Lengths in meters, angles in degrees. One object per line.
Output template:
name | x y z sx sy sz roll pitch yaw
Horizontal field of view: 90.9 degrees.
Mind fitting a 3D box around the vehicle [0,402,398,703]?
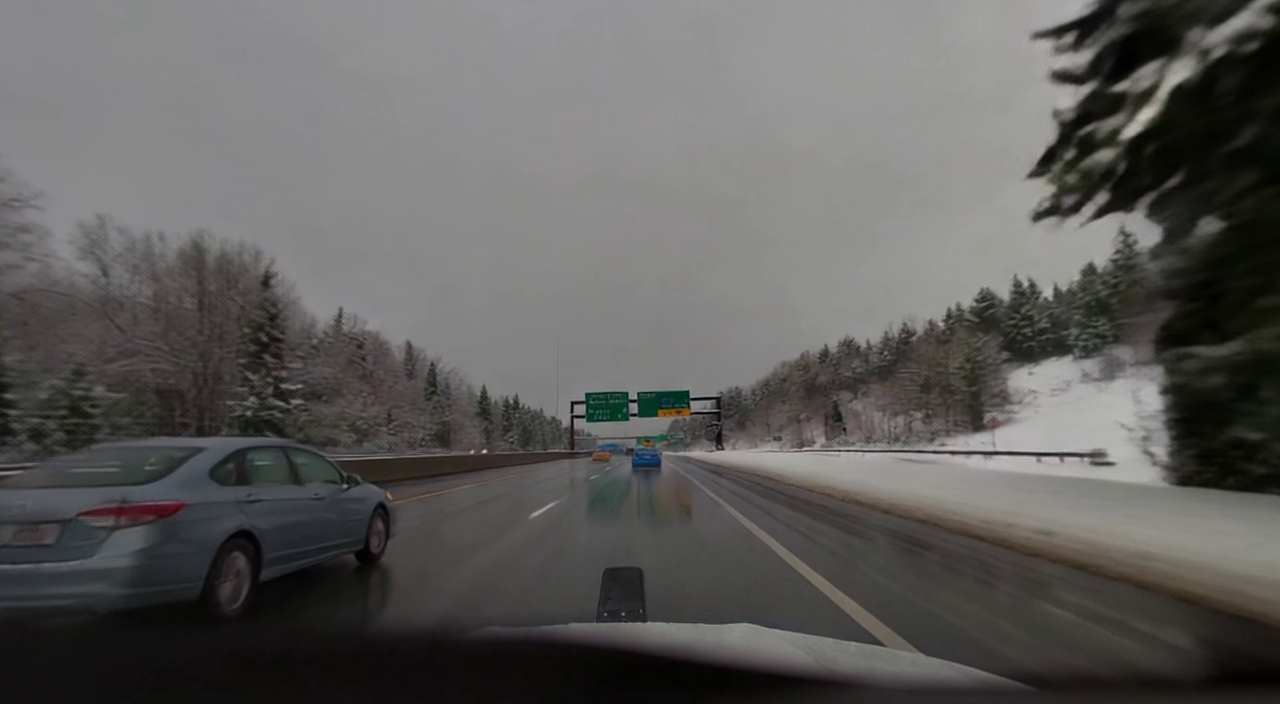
vehicle | -3.747 1.281 4.885 2.062 1.474 4.151 0 -9 0

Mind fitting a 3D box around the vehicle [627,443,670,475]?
vehicle | 0.385 5.310 31.419 2.002 1.449 3.612 0 -9 0
